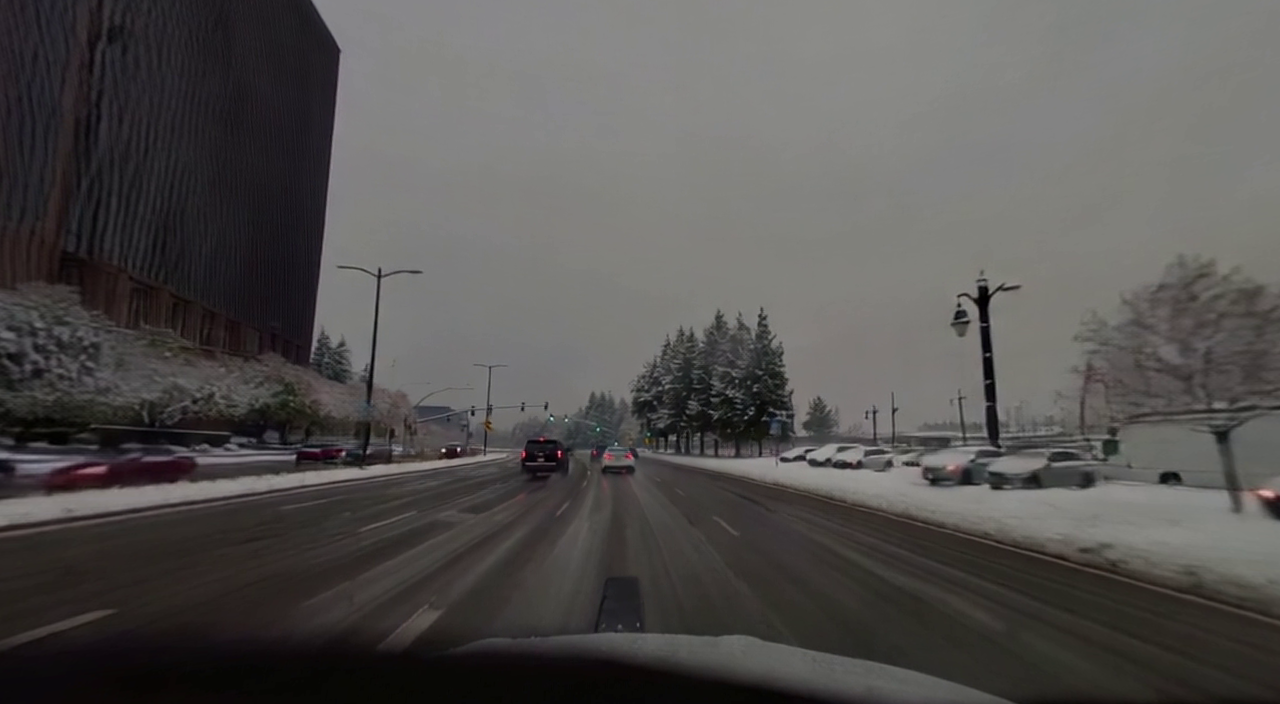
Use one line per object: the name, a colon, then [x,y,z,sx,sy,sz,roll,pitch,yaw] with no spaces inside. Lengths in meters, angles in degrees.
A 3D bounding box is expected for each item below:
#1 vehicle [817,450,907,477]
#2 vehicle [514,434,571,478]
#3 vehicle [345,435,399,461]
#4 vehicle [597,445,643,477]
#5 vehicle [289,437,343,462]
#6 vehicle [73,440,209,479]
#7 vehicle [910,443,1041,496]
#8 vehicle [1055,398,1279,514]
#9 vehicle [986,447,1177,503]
vehicle: [12.715,6.384,36.343,4.470,1.429,1.878,0,-7,1]
vehicle: [-4.270,4.647,28.430,2.001,1.784,4.483,1,-8,-2]
vehicle: [-19.832,7.154,47.016,2.087,1.788,4.999,1,-8,-4]
vehicle: [-1.007,5.152,30.108,2.050,1.385,4.096,1,-8,-3]
vehicle: [-23.443,7.060,45.837,1.849,1.657,4.360,1,-8,-5]
vehicle: [-18.493,3.984,23.718,1.605,1.292,4.497,1,-8,-3]
vehicle: [12.964,4.535,24.562,3.965,1.702,1.817,-3,-7,0]
vehicle: [20.393,3.239,20.457,2.924,3.405,15.125,-3,-6,-3]
vehicle: [13.628,3.819,19.745,4.489,1.652,1.783,-1,-10,3]
